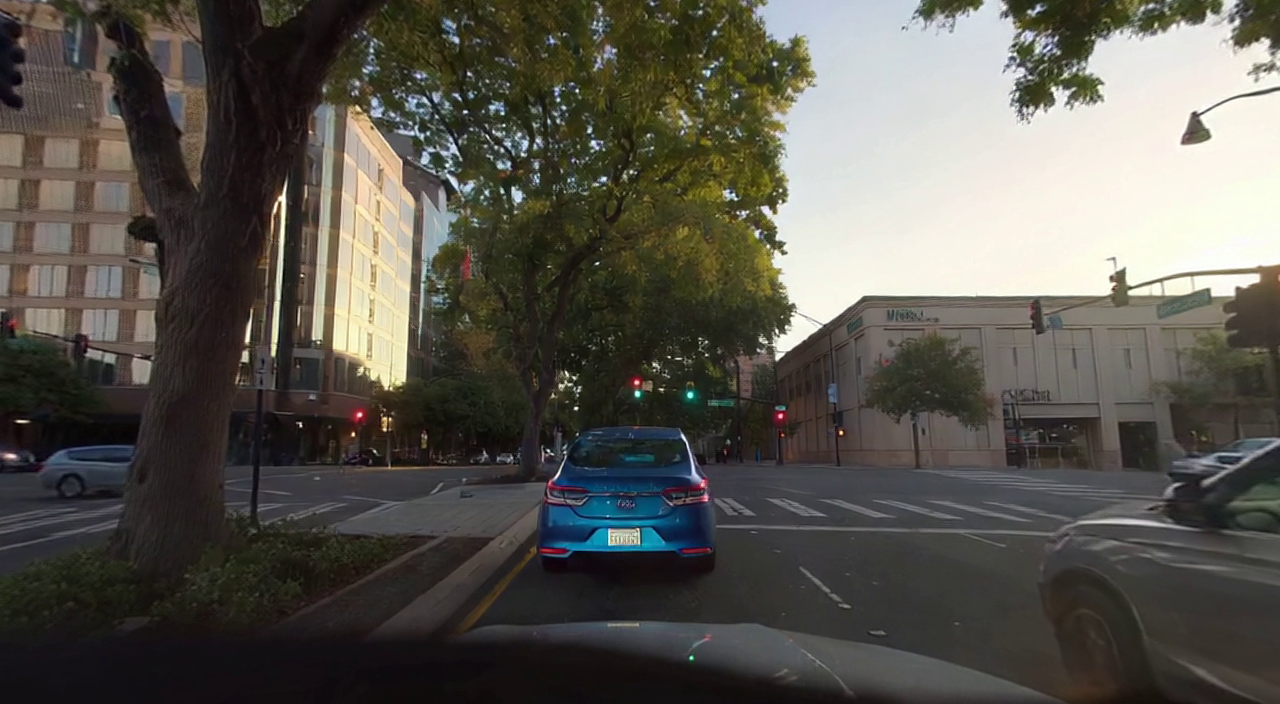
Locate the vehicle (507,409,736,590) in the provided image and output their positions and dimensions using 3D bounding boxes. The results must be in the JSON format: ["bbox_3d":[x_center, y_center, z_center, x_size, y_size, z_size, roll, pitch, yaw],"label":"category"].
[{"bbox_3d":[-0.199,1.627,7.753,2.066,1.618,3.922,0,-8,-1],"label":"vehicle"}]

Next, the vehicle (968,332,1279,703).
[{"bbox_3d":[3.420,0.821,2.229,1.995,1.787,4.810,1,-8,1],"label":"vehicle"}]

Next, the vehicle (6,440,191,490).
[{"bbox_3d":[-18.783,3.918,22.090,4.544,1.639,2.048,0,-8,1],"label":"vehicle"}]
